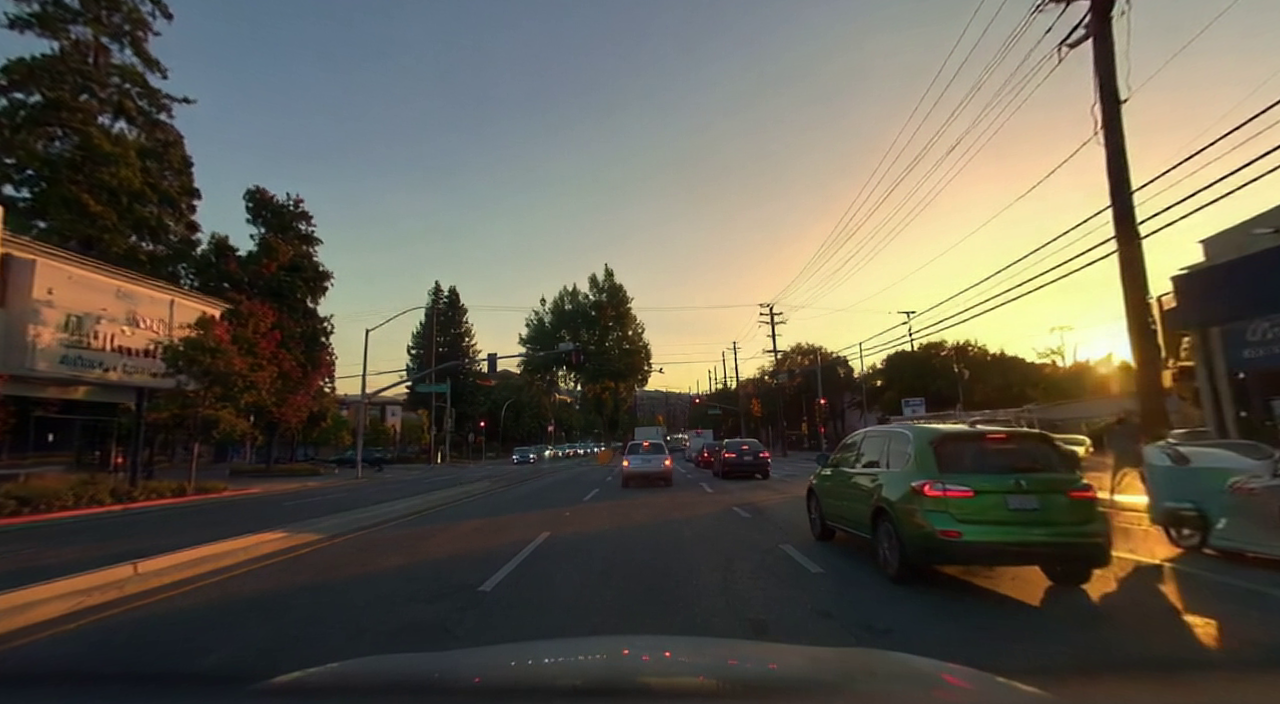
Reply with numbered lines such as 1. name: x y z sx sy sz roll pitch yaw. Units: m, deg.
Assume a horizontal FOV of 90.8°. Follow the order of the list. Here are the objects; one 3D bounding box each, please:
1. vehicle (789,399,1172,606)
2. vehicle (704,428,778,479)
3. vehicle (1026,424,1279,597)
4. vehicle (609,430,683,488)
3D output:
1. vehicle: 3.191 1.507 7.178 1.998 1.620 4.267 0 -9 1
2. vehicle: 3.812 3.945 24.715 2.060 1.789 4.712 0 -9 -1
3. vehicle: 6.299 1.478 6.317 1.906 1.435 4.670 0 -9 0
4. vehicle: 0.201 3.412 20.449 2.149 1.668 3.962 0 -9 1
